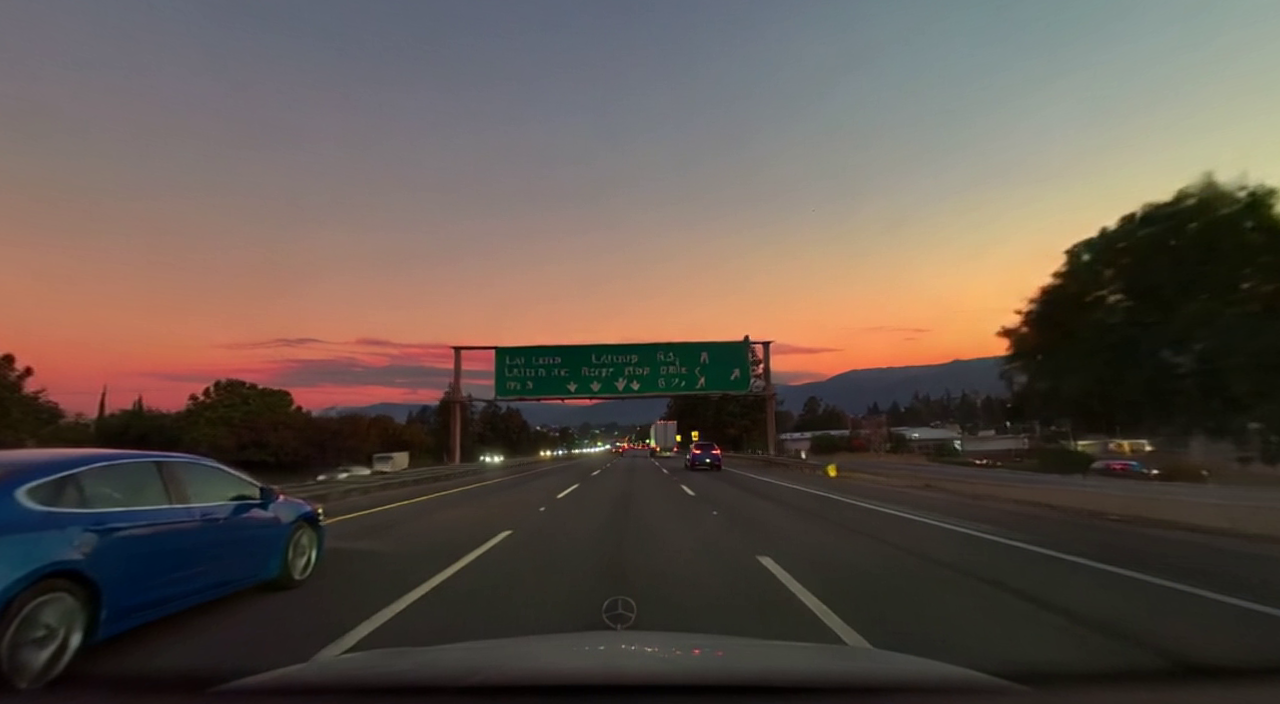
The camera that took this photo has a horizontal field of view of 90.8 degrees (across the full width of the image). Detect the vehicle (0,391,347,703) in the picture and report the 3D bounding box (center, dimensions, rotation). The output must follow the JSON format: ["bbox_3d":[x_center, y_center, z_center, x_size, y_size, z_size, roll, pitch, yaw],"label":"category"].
[{"bbox_3d":[-4.156,1.197,4.447,1.903,1.607,4.770,0,-8,0],"label":"vehicle"}]

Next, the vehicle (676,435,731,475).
[{"bbox_3d":[2.938,4.902,30.194,2.065,1.760,4.488,0,-9,-1],"label":"vehicle"}]
